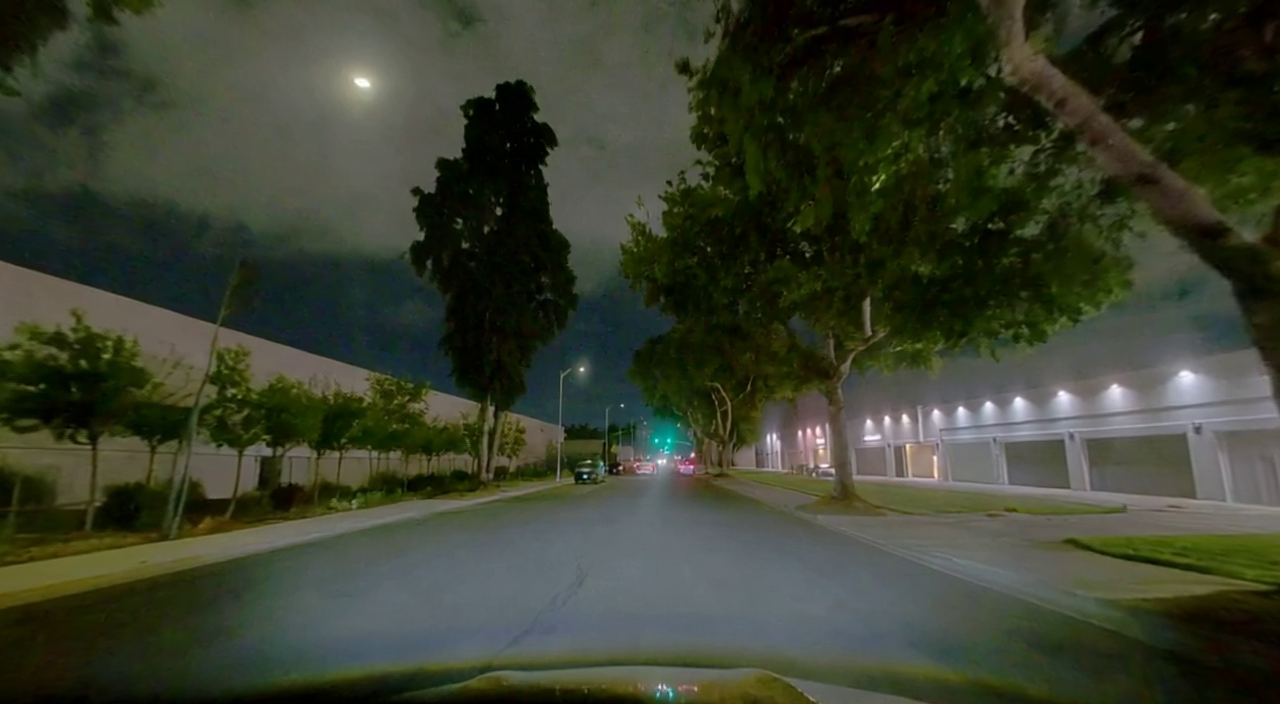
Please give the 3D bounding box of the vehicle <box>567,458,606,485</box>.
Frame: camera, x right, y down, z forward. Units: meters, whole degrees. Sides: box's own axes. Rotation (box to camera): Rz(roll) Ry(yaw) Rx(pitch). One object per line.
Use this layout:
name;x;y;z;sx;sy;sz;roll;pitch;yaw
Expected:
vehicle;-3.429;7.825;41.373;1.927;1.580;4.556;-2;-9;3
